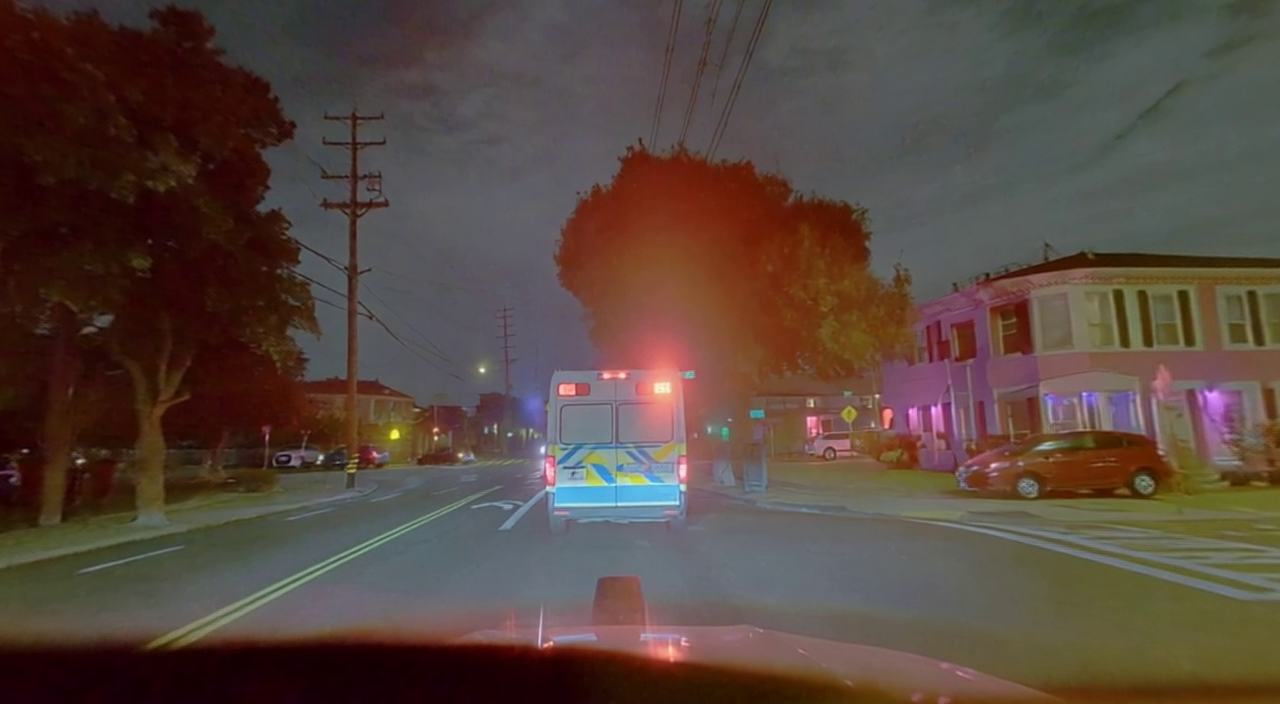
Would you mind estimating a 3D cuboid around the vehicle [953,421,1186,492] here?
[{"bbox_3d":[12.835,3.170,19.341,5.270,1.966,2.329,-2,-8,10],"label":"vehicle"}]

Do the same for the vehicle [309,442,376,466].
[{"bbox_3d":[-23.194,7.912,49.298,4.616,1.738,1.974,4,-9,-26],"label":"vehicle"}]

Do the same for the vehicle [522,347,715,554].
[{"bbox_3d":[-0.276,1.642,10.917,2.444,2.640,5.482,0,-8,0],"label":"vehicle"}]

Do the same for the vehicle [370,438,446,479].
[{"bbox_3d":[-11.367,5.132,30.776,2.290,1.776,4.947,5,-10,-33],"label":"vehicle"}]

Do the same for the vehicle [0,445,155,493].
[{"bbox_3d":[-19.131,3.846,20.934,4.412,1.468,1.914,0,-8,-3],"label":"vehicle"}]
